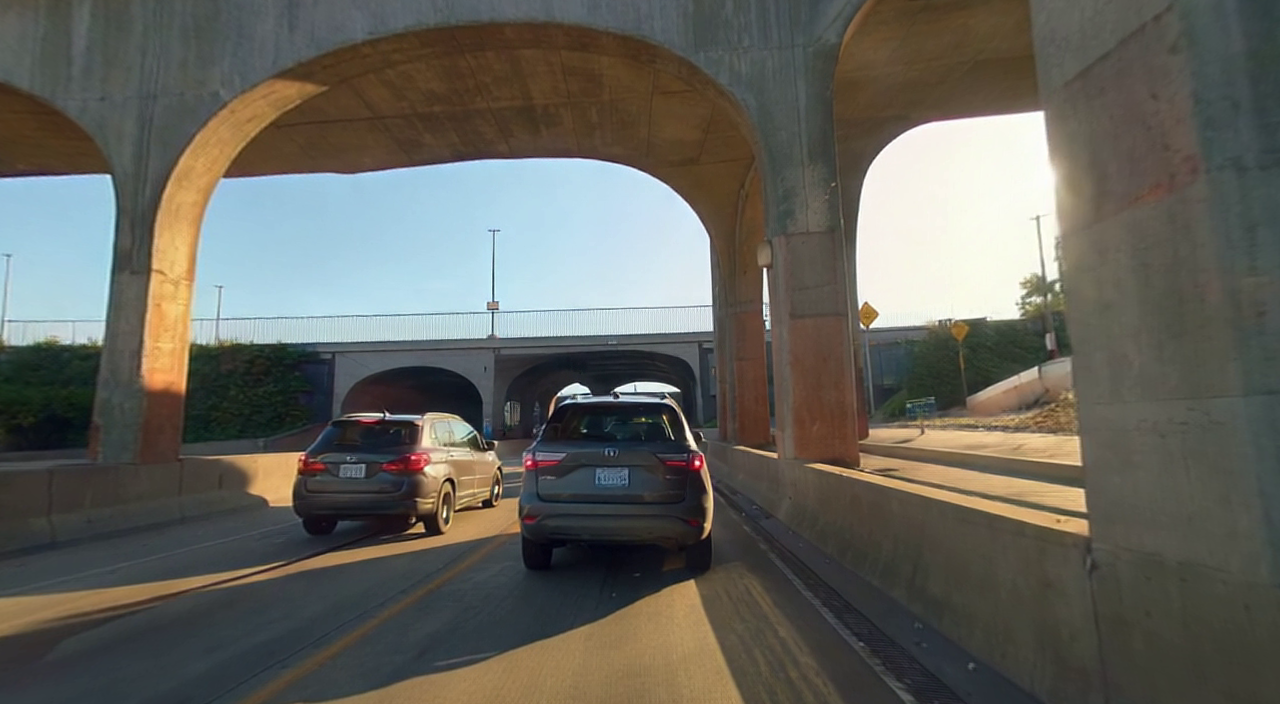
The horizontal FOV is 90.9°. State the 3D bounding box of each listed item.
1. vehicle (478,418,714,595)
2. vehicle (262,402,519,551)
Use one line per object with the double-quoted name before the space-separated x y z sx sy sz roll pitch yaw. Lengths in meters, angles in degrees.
"vehicle" -0.274 1.621 7.487 2.020 1.478 4.092 -1 -8 3
"vehicle" -3.437 1.827 9.890 2.017 1.761 4.572 0 -8 2
